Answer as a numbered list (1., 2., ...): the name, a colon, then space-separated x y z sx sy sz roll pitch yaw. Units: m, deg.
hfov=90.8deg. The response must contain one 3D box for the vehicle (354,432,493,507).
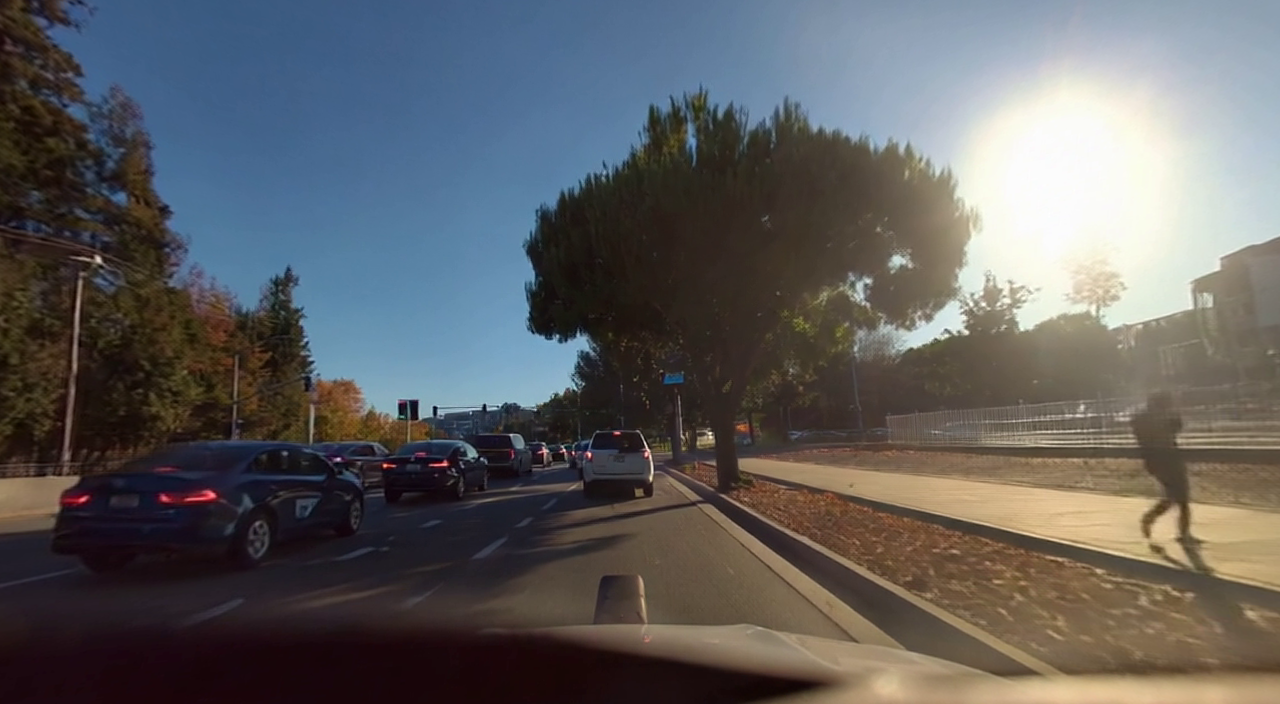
1. vehicle: -5.477 3.024 16.723 2.010 1.674 4.484 0 -9 1

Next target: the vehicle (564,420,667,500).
1. vehicle: -0.642 2.824 16.806 2.368 1.829 4.293 0 -9 -2

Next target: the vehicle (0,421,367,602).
1. vehicle: -5.336 1.760 7.845 2.069 1.616 4.108 0 -9 -1

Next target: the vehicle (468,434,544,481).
1. vehicle: -5.509 4.421 26.711 2.188 1.774 4.477 0 -9 1
